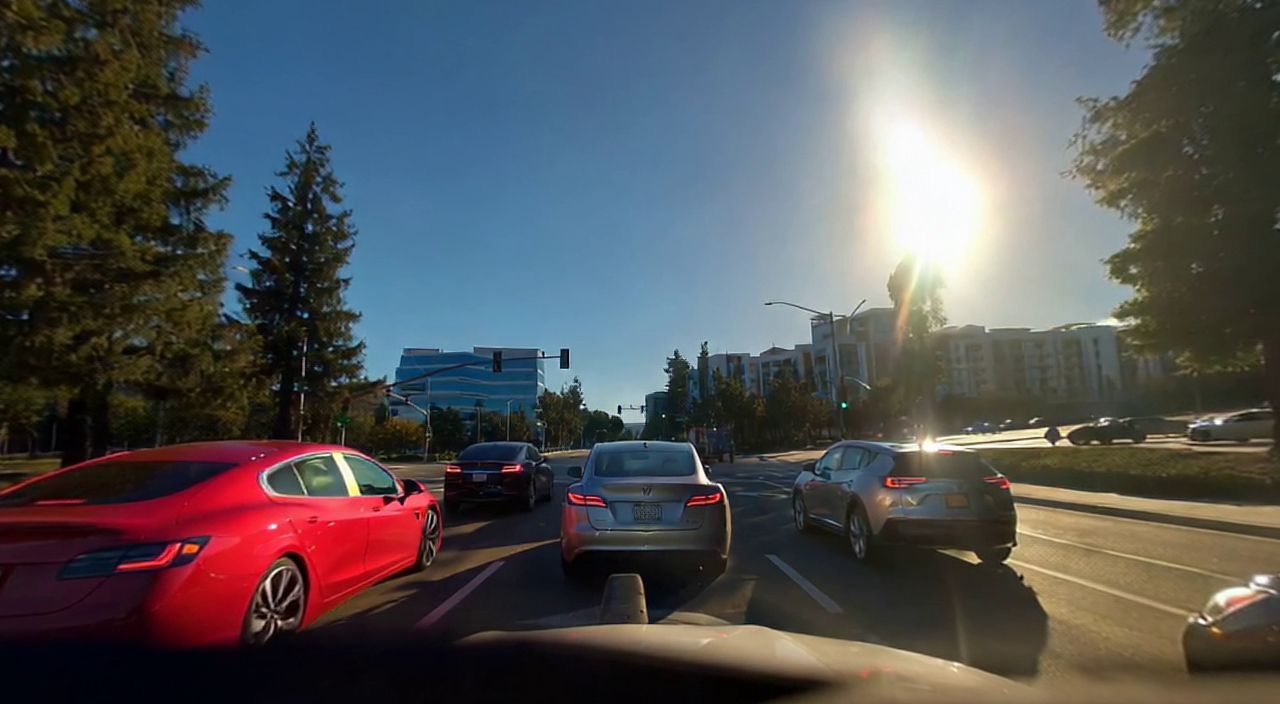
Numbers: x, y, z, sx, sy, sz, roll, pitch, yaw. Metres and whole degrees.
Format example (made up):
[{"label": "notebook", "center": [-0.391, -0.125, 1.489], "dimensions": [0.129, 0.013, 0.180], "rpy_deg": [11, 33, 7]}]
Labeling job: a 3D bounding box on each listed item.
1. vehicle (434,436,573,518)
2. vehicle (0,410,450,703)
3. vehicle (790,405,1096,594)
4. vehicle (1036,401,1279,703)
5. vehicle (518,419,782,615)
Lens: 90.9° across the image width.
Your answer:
[{"label": "vehicle", "center": [-2.832, 2.701, 14.136], "dimensions": [2.089, 1.537, 4.073], "rpy_deg": [-1, -9, 2]}, {"label": "vehicle", "center": [-3.083, 1.292, 4.560], "dimensions": [2.015, 1.478, 4.407], "rpy_deg": [0, -8, 0]}, {"label": "vehicle", "center": [3.389, 1.712, 8.111], "dimensions": [1.938, 1.732, 4.006], "rpy_deg": [2, -9, 0]}, {"label": "vehicle", "center": [3.304, 0.798, 1.312], "dimensions": [1.951, 1.522, 4.614], "rpy_deg": [0, -8, 0]}, {"label": "vehicle", "center": [0.040, 1.661, 7.307], "dimensions": [2.144, 1.563, 4.218], "rpy_deg": [0, -8, -1]}]
